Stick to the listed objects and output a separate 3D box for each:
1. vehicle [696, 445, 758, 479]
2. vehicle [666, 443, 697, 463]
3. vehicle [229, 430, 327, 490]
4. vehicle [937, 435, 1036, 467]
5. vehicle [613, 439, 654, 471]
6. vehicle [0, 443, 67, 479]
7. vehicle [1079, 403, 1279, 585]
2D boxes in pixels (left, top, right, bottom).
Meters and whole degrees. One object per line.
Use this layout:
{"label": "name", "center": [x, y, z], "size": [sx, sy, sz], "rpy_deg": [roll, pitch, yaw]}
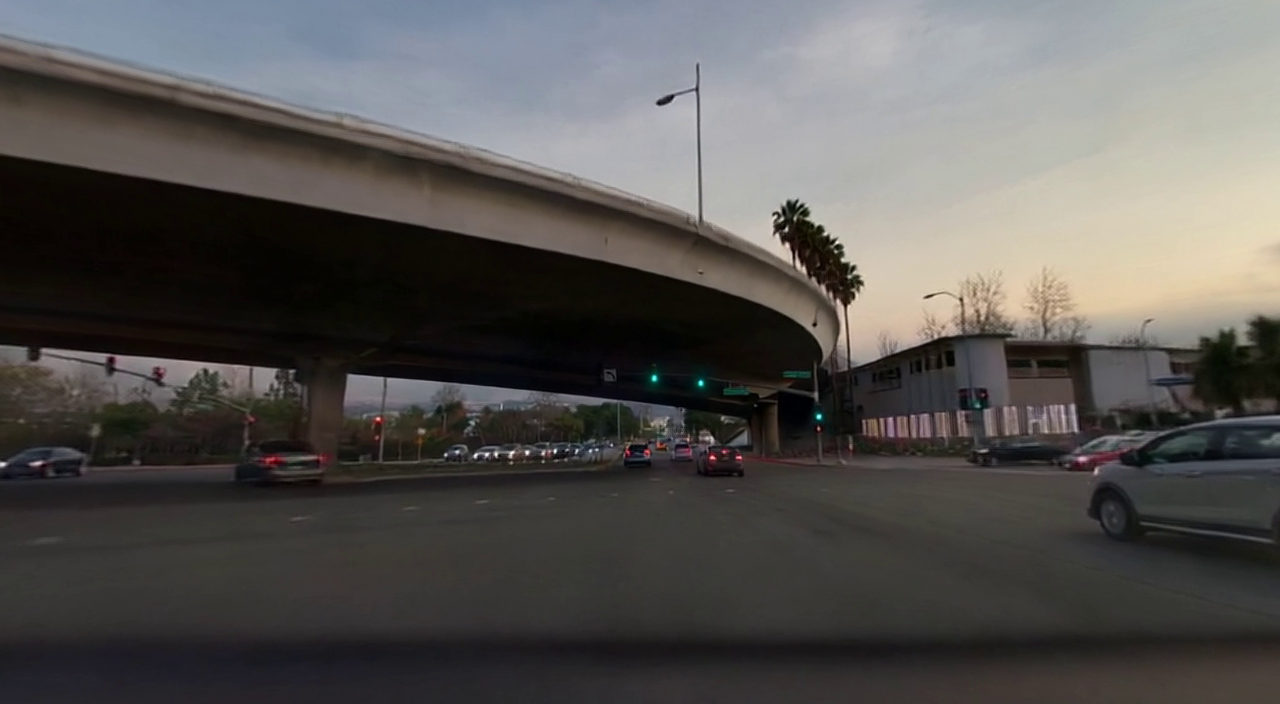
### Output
{"label": "vehicle", "center": [3.815, 4.900, 28.311], "size": [2.156, 1.404, 4.120], "rpy_deg": [0, -9, -1]}
{"label": "vehicle", "center": [3.284, 8.050, 49.968], "size": [2.119, 1.509, 4.495], "rpy_deg": [0, -9, 0]}
{"label": "vehicle", "center": [-14.240, 4.145, 24.519], "size": [2.485, 2.012, 5.498], "rpy_deg": [7, -11, -37]}
{"label": "vehicle", "center": [20.245, 5.863, 36.915], "size": [4.638, 1.694, 2.079], "rpy_deg": [-5, -12, 19]}
{"label": "vehicle", "center": [-0.354, 5.764, 35.313], "size": [2.172, 1.694, 4.055], "rpy_deg": [0, -9, 0]}
{"label": "vehicle", "center": [-34.738, 5.947, 34.412], "size": [5.302, 1.847, 2.233], "rpy_deg": [-2, -9, 16]}
{"label": "vehicle", "center": [6.847, 1.376, 6.222], "size": [1.964, 1.647, 4.114], "rpy_deg": [0, -9, 0]}
